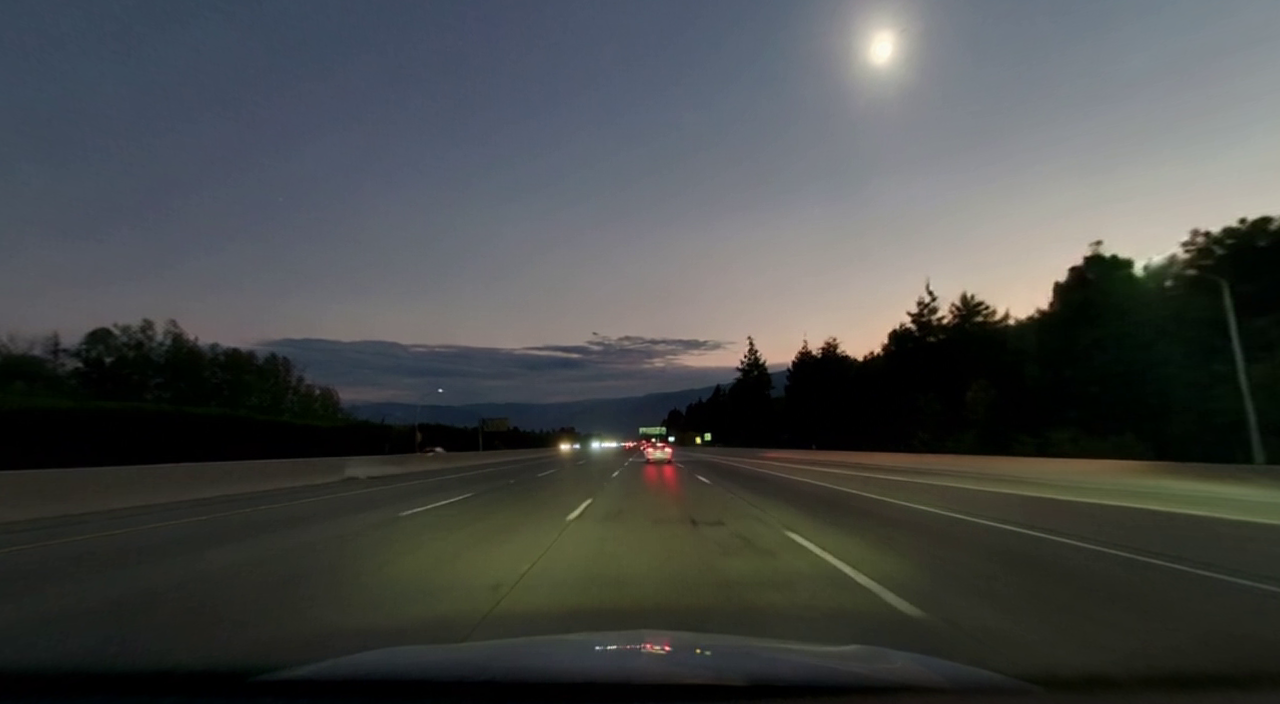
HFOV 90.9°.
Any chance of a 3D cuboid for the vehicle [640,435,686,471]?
[{"bbox_3d":[1.133,5.349,33.733,2.260,1.766,4.348,0,-8,-1],"label":"vehicle"}]
